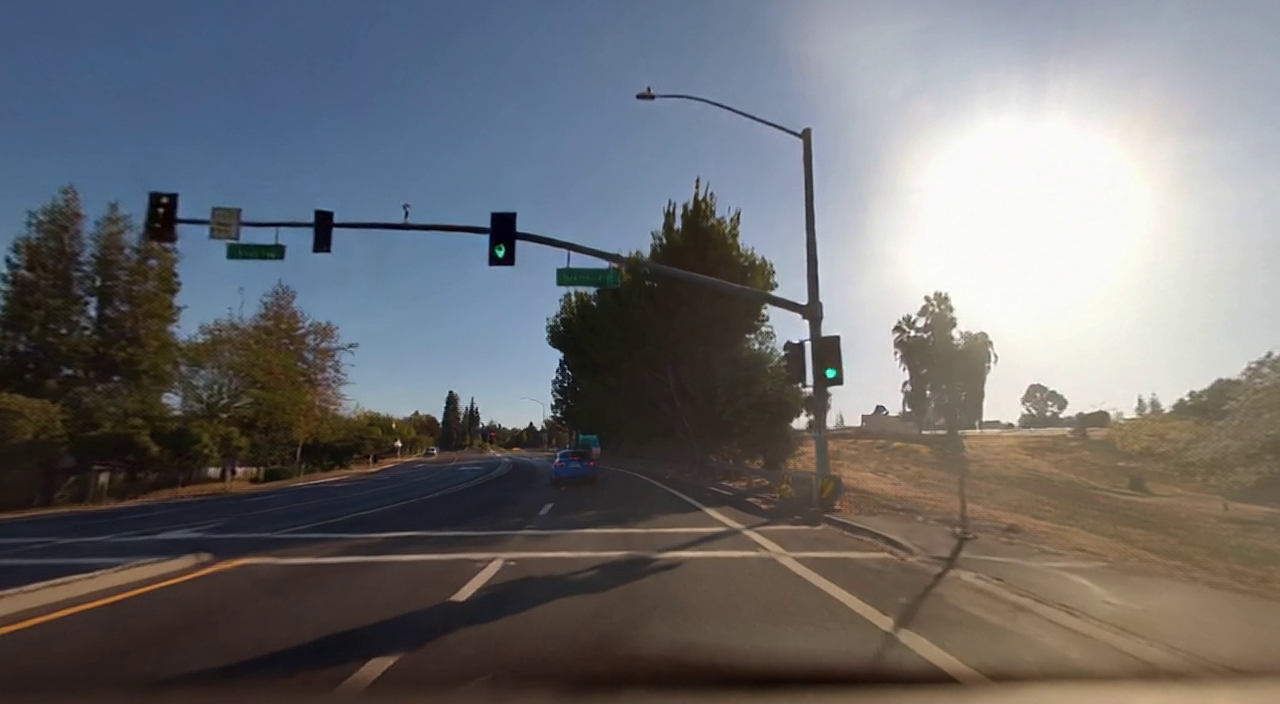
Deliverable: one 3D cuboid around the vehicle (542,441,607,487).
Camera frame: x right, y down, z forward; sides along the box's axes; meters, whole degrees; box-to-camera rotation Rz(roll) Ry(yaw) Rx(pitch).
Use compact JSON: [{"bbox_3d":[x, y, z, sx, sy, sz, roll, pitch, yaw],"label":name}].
[{"bbox_3d":[-2.525,4.084,23.366,2.148,1.521,4.089,1,-8,-9],"label":"vehicle"}]
